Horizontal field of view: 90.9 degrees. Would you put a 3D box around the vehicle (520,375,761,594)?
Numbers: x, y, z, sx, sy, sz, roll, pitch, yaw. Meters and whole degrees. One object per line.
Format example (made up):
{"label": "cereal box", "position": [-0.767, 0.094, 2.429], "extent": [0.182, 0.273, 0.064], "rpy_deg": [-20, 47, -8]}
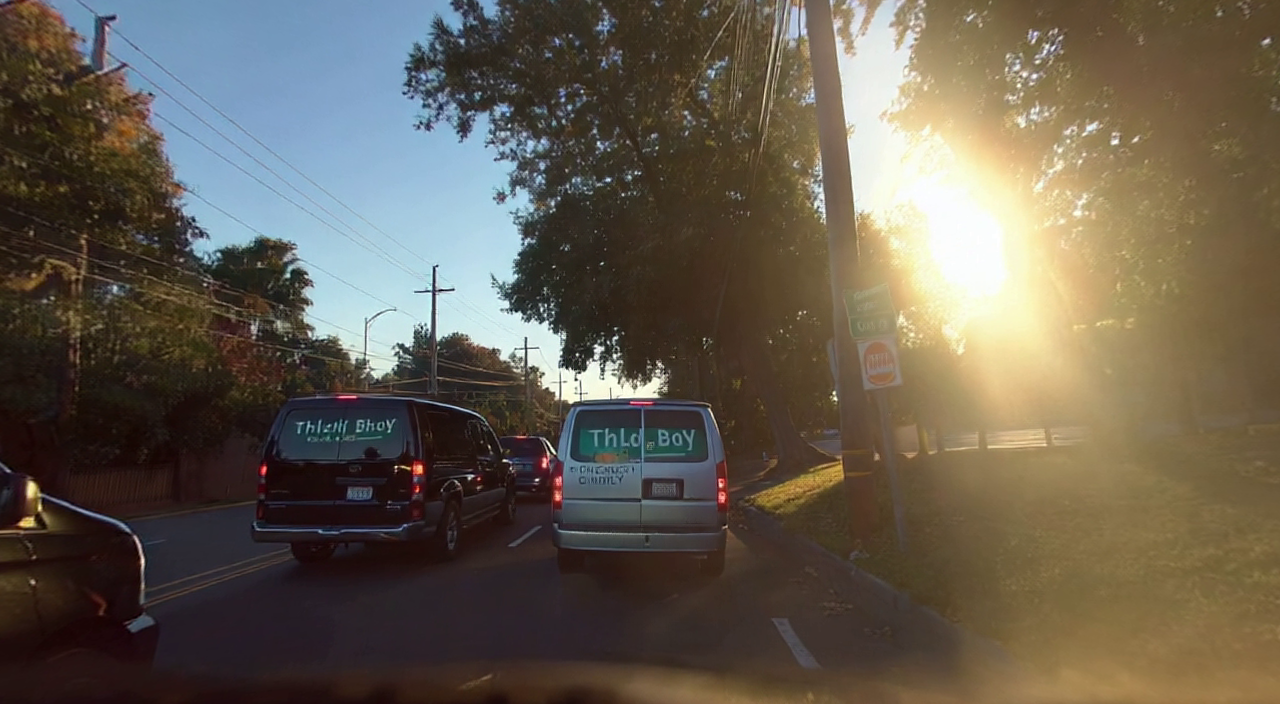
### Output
{"label": "vehicle", "position": [0.109, 1.463, 7.692], "extent": [2.117, 1.911, 4.095], "rpy_deg": [-1, -8, 3]}

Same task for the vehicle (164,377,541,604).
{"label": "vehicle", "position": [-2.757, 1.484, 7.635], "extent": [2.109, 1.851, 4.749], "rpy_deg": [-1, -8, 3]}

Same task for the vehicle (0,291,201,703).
{"label": "vehicle", "position": [-3.106, 0.469, 0.250], "extent": [2.160, 1.796, 4.997], "rpy_deg": [0, -8, 1]}
